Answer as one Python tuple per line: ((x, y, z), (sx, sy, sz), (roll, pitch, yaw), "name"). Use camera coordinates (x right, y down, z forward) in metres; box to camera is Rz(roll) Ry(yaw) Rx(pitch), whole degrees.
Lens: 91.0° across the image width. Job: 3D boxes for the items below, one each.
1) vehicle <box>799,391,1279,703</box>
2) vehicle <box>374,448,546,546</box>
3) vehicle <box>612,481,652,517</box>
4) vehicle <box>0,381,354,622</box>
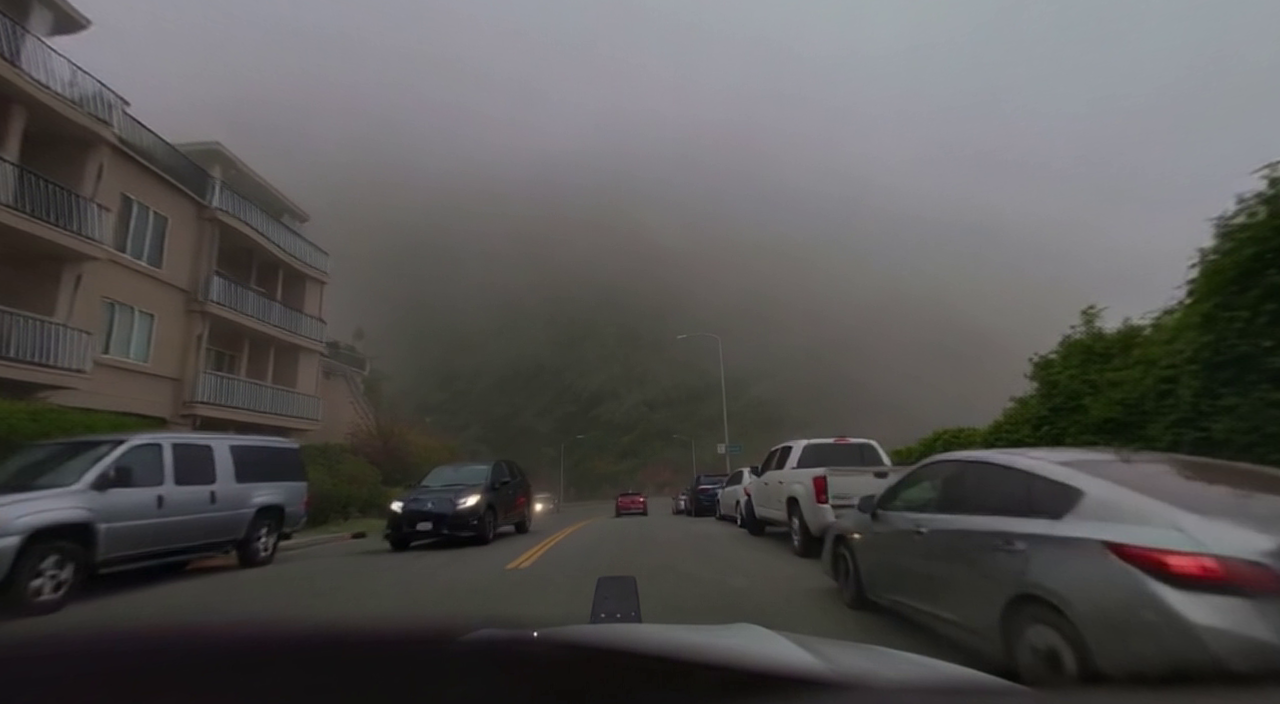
((2.605, 1.175, 3.949), (1.933, 1.465, 4.698), (0, -8, -1), "vehicle")
((-3.379, 2.924, 12.973), (2.102, 1.621, 4.627), (0, -12, 1), "vehicle")
((-0.525, 8.600, 36.954), (2.201, 1.731, 3.854), (0, -8, -2), "vehicle")
((-6.412, 1.754, 8.138), (2.692, 1.949, 5.948), (0, -11, -1), "vehicle")
